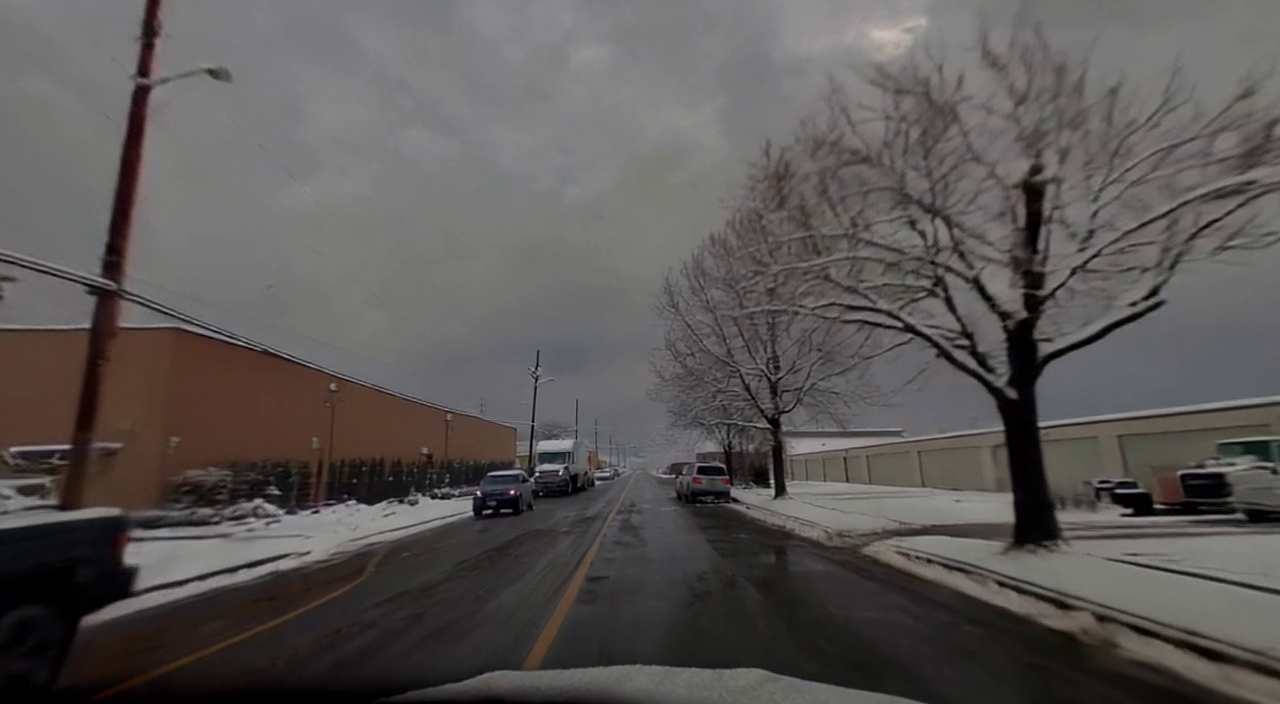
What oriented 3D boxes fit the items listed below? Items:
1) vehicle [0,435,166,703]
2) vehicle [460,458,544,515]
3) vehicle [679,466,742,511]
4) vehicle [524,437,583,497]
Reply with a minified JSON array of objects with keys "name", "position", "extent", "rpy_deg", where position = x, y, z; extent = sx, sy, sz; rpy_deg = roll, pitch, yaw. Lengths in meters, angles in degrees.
[{"name":"vehicle","position":[-4.426,1.077,2.227],"extent":[1.927,1.580,4.556],"rpy_deg":[-1,-9,0]},{"name":"vehicle","position":[-4.318,4.293,20.302],"extent":[1.835,1.625,3.674],"rpy_deg":[1,-11,1]},{"name":"vehicle","position":[2.477,4.954,23.148],"extent":[1.819,1.446,3.909],"rpy_deg":[1,-11,-1]},{"name":"vehicle","position":[-4.259,5.886,32.102],"extent":[2.242,2.726,5.581],"rpy_deg":[1,-11,-1]}]
